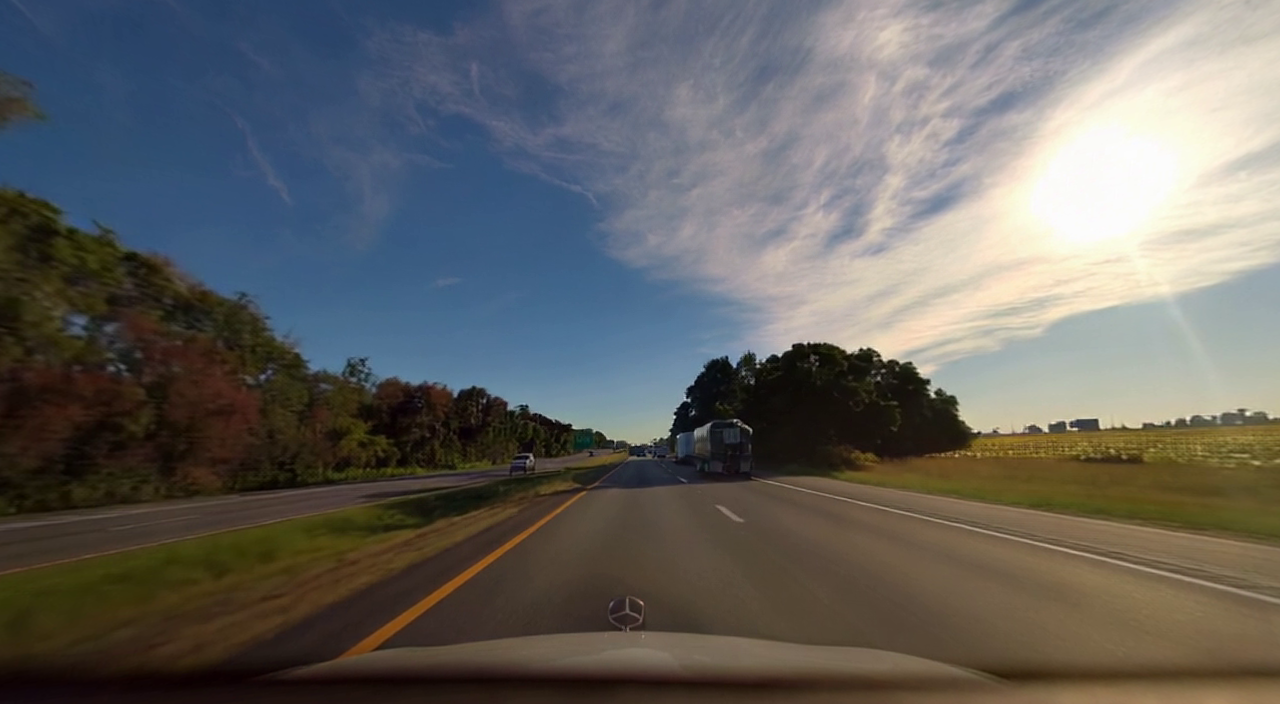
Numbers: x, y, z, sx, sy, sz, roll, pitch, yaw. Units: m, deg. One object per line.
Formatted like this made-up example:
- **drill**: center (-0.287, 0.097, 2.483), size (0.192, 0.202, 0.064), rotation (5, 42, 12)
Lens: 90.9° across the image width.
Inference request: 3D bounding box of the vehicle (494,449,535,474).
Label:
- **vehicle**: center (-8.636, 7.566, 43.839), size (1.954, 1.611, 4.433), rotation (0, -9, 0)

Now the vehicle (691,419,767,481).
- **vehicle**: center (3.931, 4.523, 29.041), size (2.472, 2.562, 5.594), rotation (0, -9, -2)
